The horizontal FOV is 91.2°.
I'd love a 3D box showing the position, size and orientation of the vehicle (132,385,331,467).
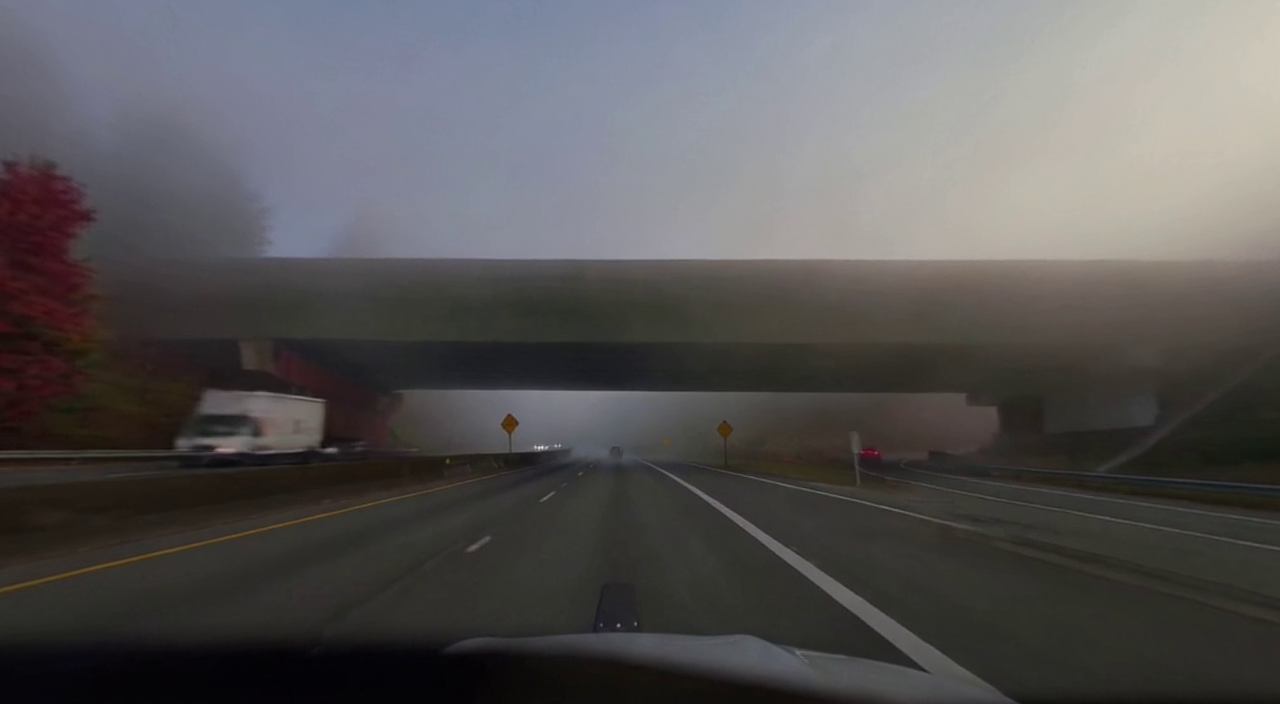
[{"bbox_3d":[-14.041,2.748,22.400,2.526,2.474,6.834,0,-9,0],"label":"vehicle"}]
